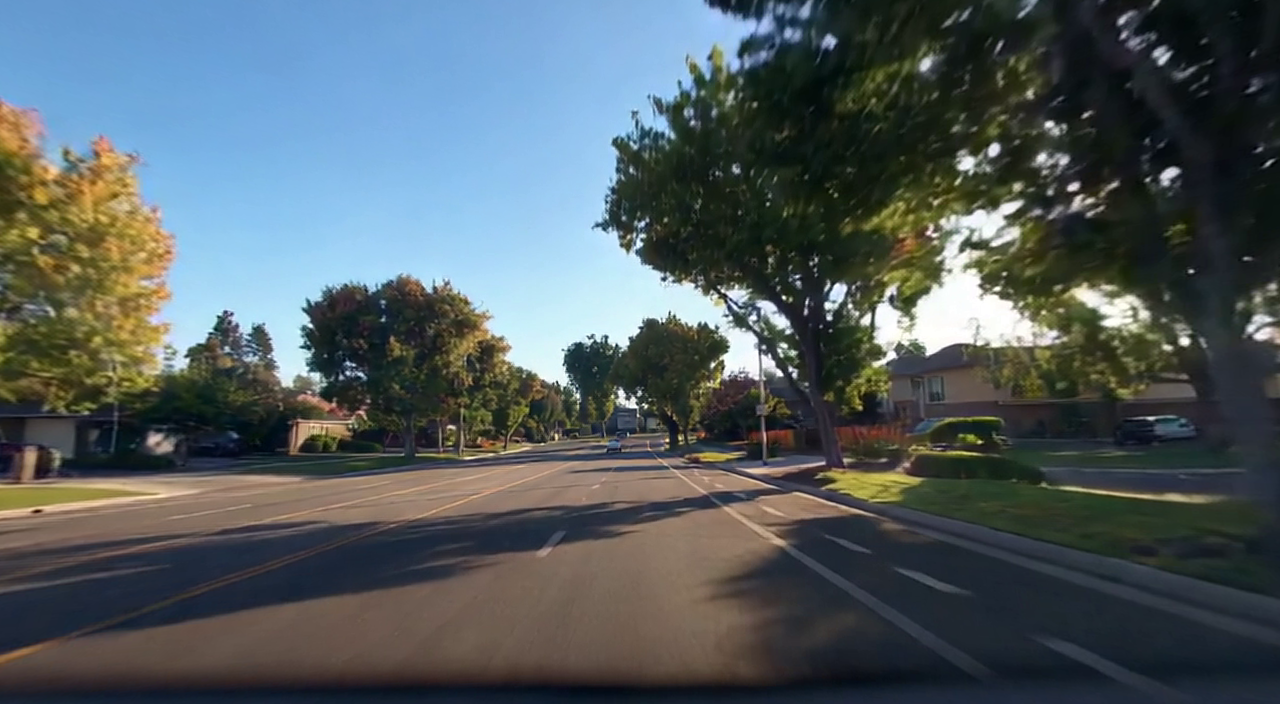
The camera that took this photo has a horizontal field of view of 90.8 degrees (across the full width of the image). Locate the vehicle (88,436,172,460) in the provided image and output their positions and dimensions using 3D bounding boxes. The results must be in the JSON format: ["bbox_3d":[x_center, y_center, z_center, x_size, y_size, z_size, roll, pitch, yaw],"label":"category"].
[{"bbox_3d":[-34.924,6.578,43.429,1.831,1.567,4.342,-2,-8,6],"label":"vehicle"}]

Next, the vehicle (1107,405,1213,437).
[{"bbox_3d":[28.273,3.830,34.605,1.797,1.563,4.669,0,-9,0],"label":"vehicle"}]
